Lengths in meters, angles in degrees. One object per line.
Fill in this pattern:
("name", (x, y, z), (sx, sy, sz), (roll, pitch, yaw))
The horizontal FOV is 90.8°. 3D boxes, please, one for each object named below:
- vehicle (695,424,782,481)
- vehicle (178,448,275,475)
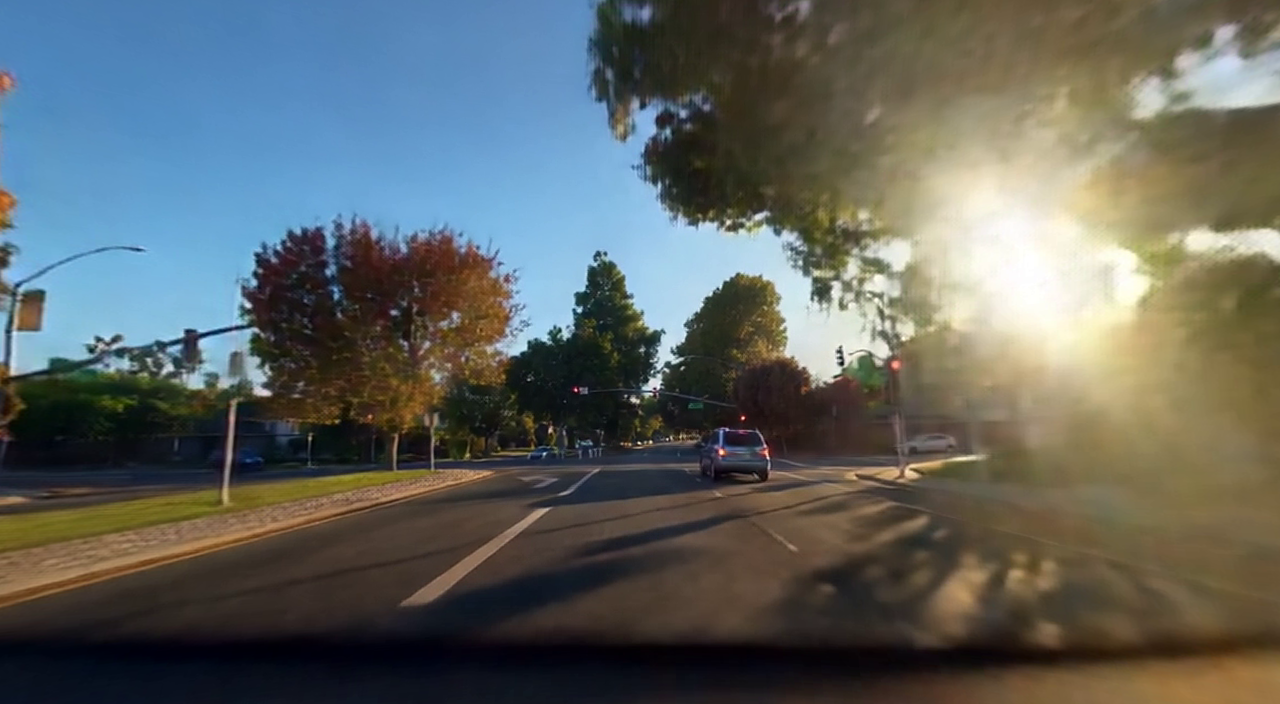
("vehicle", (3.390, 3.611, 22.888), (2.229, 1.795, 4.927), (0, -9, -1))
("vehicle", (-26.365, 6.968, 40.407), (4.737, 1.659, 2.042), (0, -9, -2))
